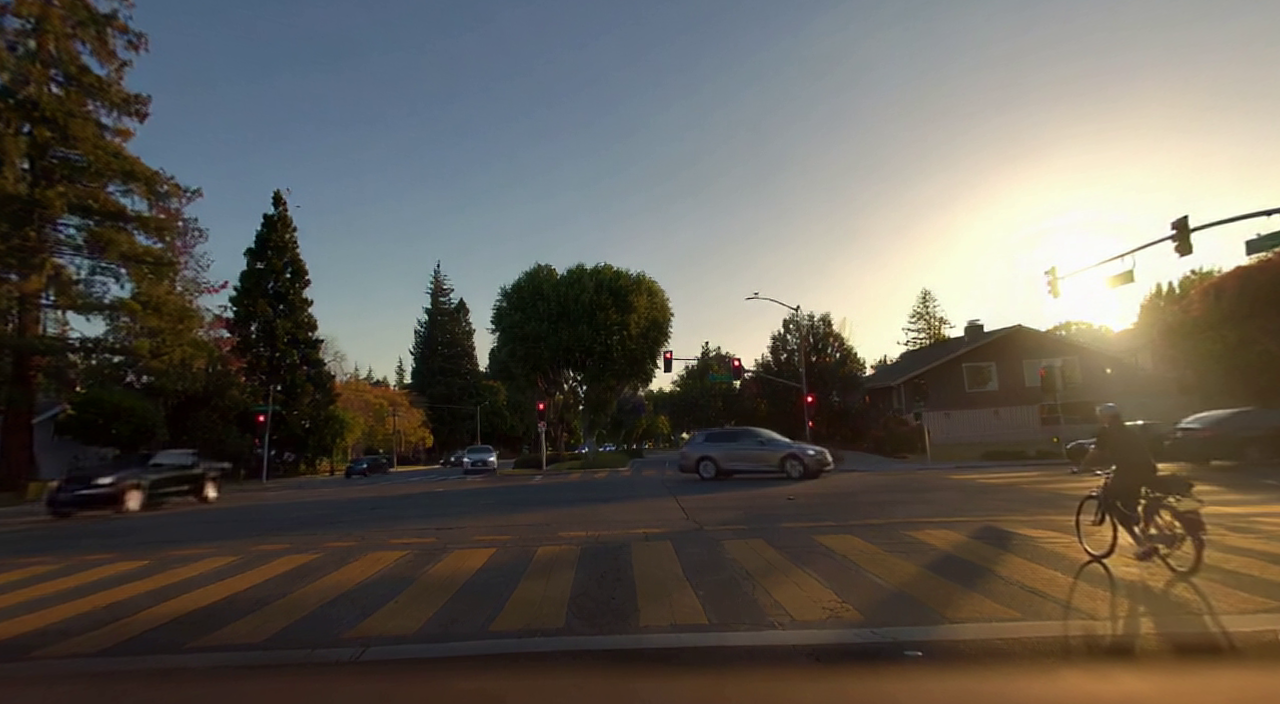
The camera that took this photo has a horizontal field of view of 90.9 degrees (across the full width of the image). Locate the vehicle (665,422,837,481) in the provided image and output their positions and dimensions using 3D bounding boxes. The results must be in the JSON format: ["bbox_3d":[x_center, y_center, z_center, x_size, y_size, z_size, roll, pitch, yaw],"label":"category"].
[{"bbox_3d":[3.641,3.318,21.041,5.188,1.731,2.191,-5,-10,30],"label":"vehicle"}]

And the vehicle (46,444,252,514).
[{"bbox_3d":[-14.268,3.678,18.865,2.093,1.769,4.971,0,-9,1],"label":"vehicle"}]

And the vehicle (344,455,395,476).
[{"bbox_3d":[-20.766,8.680,48.543,1.872,1.455,4.576,0,-9,1],"label":"vehicle"}]

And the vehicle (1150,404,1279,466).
[{"bbox_3d":[18.168,2.383,18.038,5.217,1.673,2.006,-1,-9,2],"label":"vehicle"}]

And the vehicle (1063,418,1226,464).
[{"bbox_3d":[17.332,3.081,21.805,3.969,1.493,1.823,-1,-9,1],"label":"vehicle"}]

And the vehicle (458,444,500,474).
[{"bbox_3d":[-8.712,5.814,34.491,2.017,1.496,4.749,2,-9,-12],"label":"vehicle"}]
